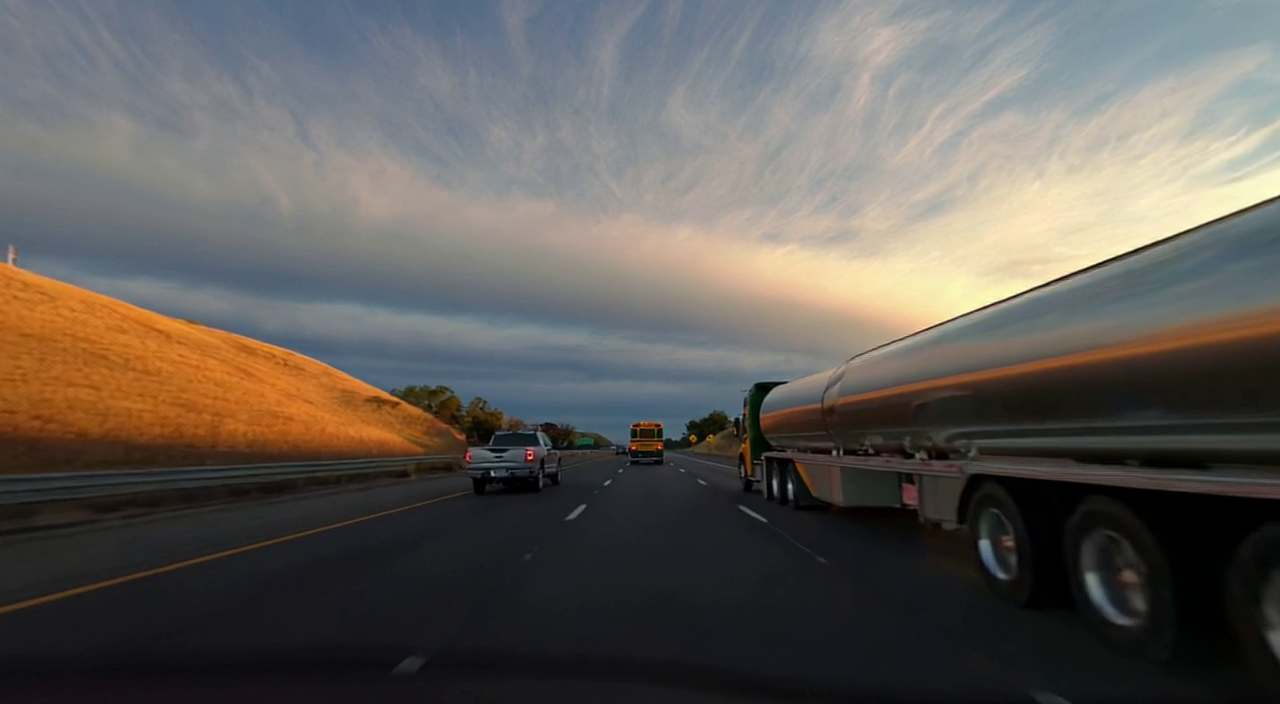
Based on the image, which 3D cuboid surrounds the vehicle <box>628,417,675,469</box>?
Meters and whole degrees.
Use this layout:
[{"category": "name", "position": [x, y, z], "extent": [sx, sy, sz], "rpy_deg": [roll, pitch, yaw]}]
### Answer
[{"category": "vehicle", "position": [0.711, 6.566, 45.478], "extent": [2.948, 3.265, 10.569], "rpy_deg": [0, -8, 0]}]

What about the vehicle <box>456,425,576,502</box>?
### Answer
[{"category": "vehicle", "position": [-3.416, 3.230, 18.806], "extent": [2.241, 1.927, 5.833], "rpy_deg": [0, -8, 1]}]

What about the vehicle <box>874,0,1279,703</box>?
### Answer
[{"category": "vehicle", "position": [4.395, 0.147, 4.577], "extent": [2.716, 3.705, 7.018], "rpy_deg": [0, -8, 1]}]
